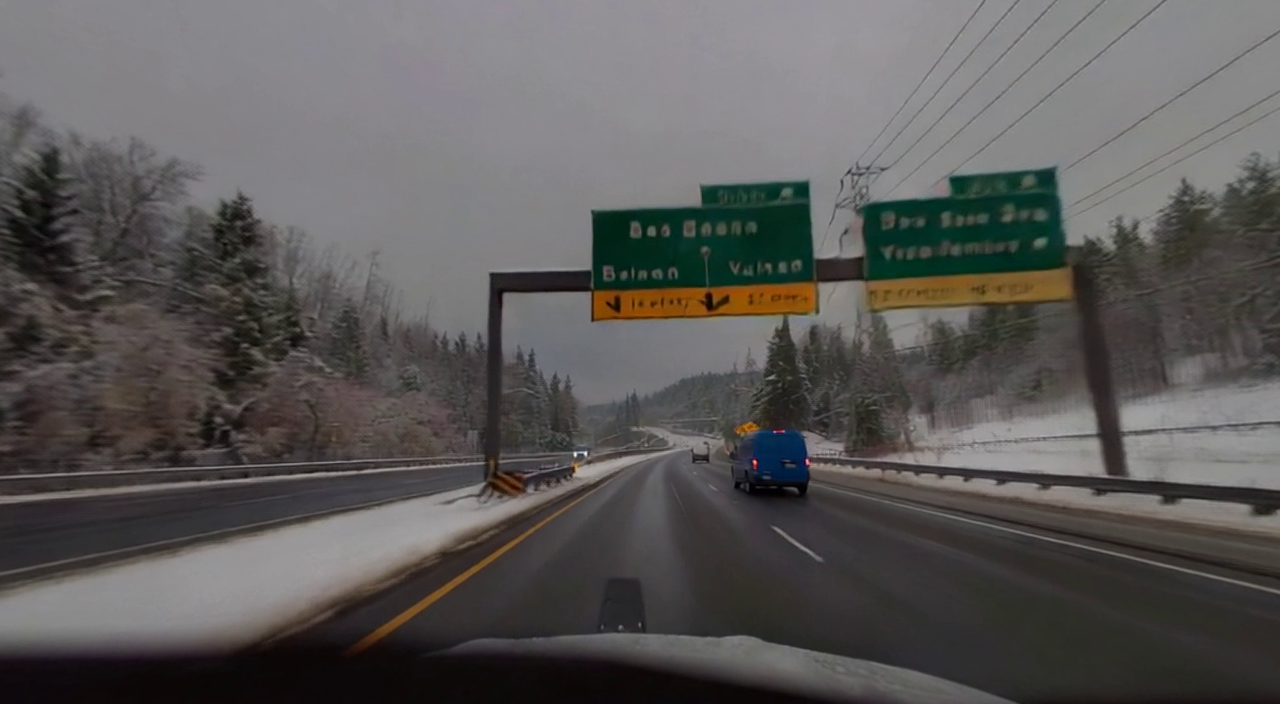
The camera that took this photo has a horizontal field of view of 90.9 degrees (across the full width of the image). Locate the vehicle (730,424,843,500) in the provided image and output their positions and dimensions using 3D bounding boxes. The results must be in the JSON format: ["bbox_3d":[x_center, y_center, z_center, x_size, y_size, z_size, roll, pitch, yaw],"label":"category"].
[{"bbox_3d":[4.214,3.298,19.170,2.261,1.969,5.104,0,-9,1],"label":"vehicle"}]
